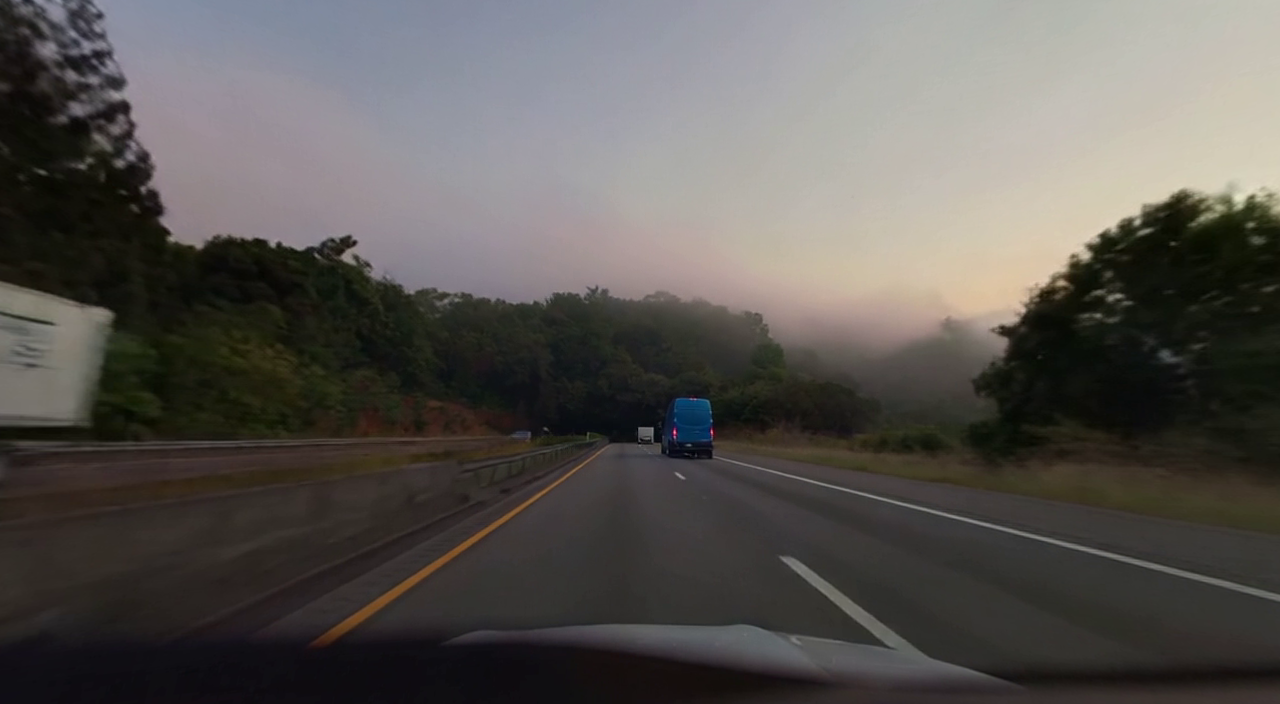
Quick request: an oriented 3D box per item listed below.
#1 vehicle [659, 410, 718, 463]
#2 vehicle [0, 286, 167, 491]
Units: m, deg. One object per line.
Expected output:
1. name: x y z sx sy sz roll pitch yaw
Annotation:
1. vehicle: 2.493 4.602 34.318 2.570 2.596 6.082 0 -8 -2
2. vehicle: -13.205 0.537 10.610 2.816 3.740 9.966 0 -8 -1
